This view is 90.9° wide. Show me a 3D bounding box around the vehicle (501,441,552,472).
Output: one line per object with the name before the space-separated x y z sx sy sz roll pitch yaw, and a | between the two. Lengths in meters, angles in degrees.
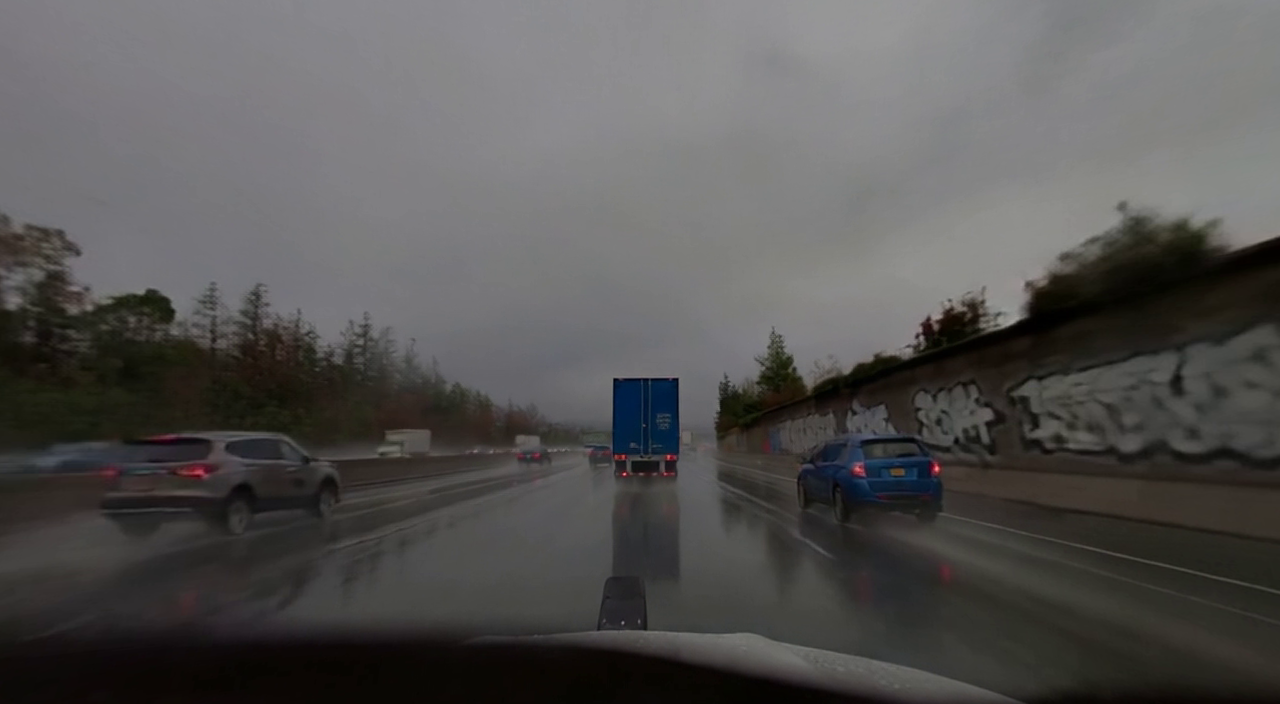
vehicle | -6.268 5.841 35.326 2.005 1.607 4.042 0 -9 2

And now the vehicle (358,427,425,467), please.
vehicle | -17.406 6.738 44.595 2.179 2.650 5.861 0 -9 1

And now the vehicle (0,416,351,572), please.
vehicle | -6.525 1.909 9.271 2.134 1.662 4.851 0 -9 1

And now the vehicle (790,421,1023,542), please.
vehicle | 4.314 2.185 11.214 2.205 1.689 4.403 0 -9 0

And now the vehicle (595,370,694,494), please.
vehicle | 0.134 3.111 23.656 2.915 3.661 9.741 0 -9 0
